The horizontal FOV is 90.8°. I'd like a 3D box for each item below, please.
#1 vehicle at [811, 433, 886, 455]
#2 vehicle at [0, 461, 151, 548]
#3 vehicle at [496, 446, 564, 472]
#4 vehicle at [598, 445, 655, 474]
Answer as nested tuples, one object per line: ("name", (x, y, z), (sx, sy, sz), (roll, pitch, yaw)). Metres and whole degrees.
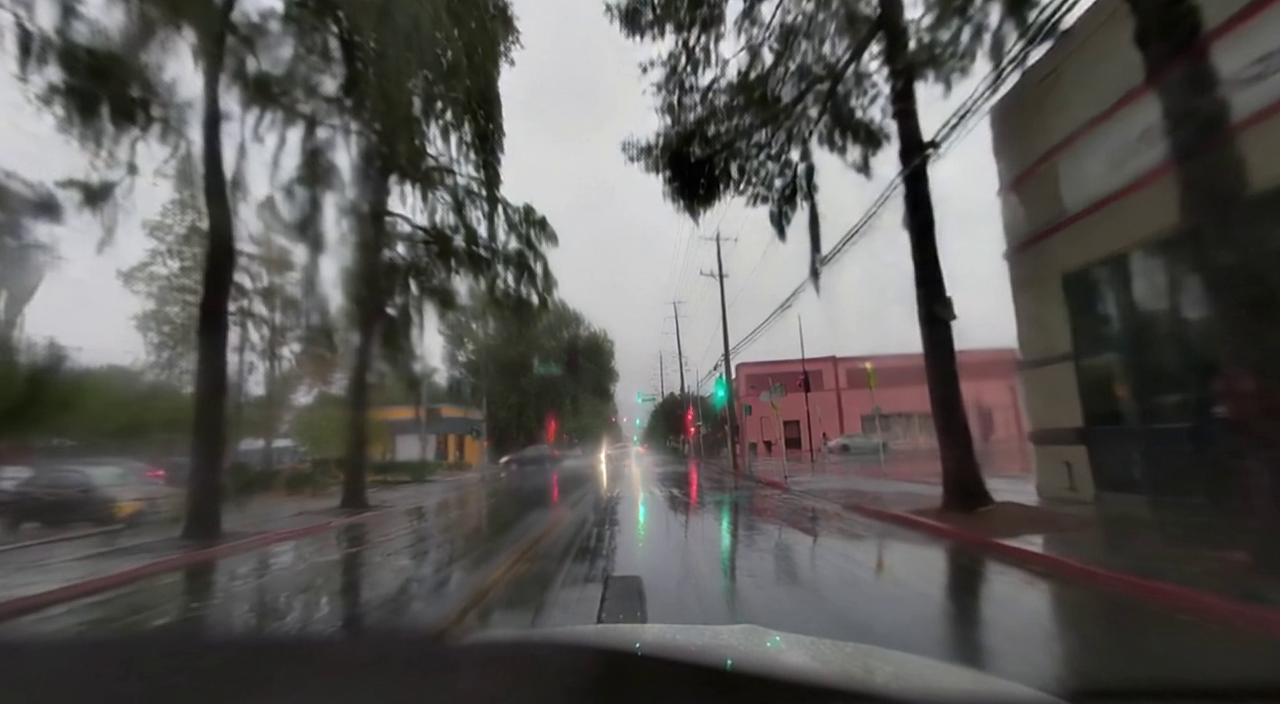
("vehicle", (14.582, 6.467, 44.359), (4.632, 1.484, 1.907), (0, -8, -1))
("vehicle", (-13.058, 3.145, 13.126), (4.226, 1.575, 2.124), (-4, -10, 9))
("vehicle", (-7.764, 7.530, 44.664), (4.472, 1.736, 1.874), (-4, -10, 27))
("vehicle", (-0.830, 5.945, 35.190), (2.118, 1.478, 4.624), (2, -9, -15))
